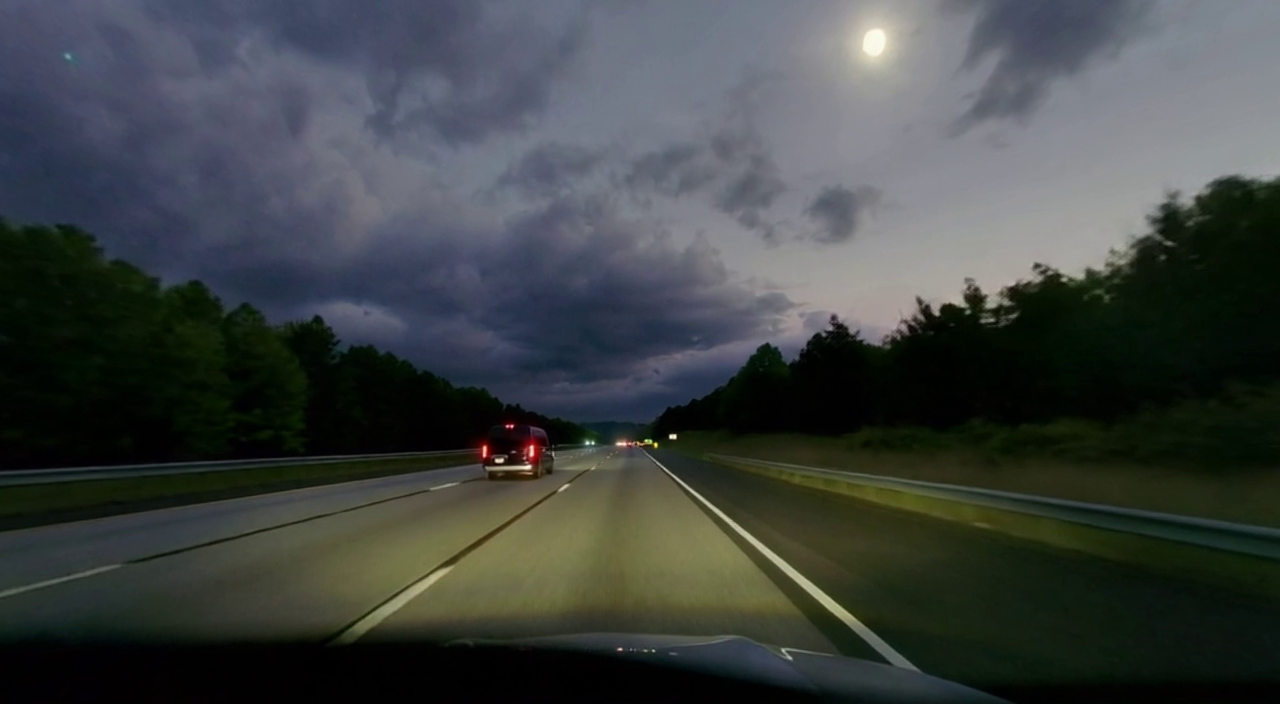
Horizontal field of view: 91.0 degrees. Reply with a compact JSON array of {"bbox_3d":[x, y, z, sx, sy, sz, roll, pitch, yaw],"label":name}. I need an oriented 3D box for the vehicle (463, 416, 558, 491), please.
[{"bbox_3d":[-3.887,3.144,19.778,1.976,2.029,4.737,-1,-8,0],"label":"vehicle"}]
